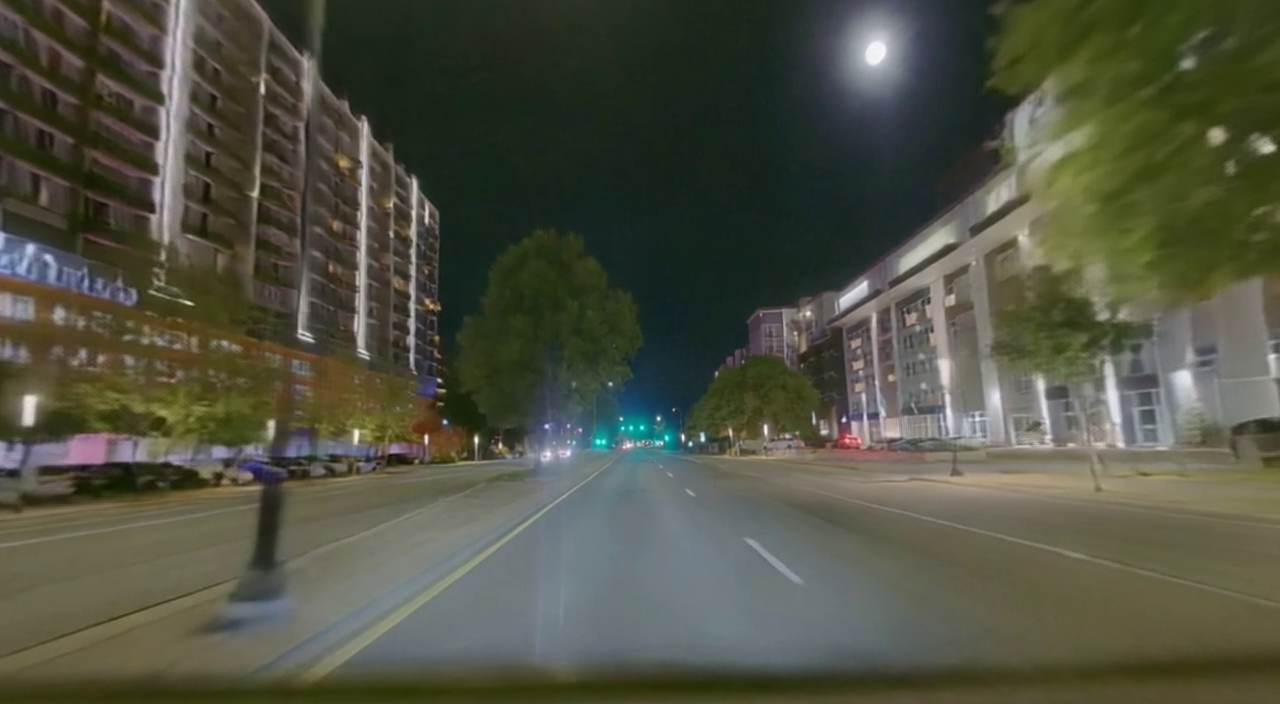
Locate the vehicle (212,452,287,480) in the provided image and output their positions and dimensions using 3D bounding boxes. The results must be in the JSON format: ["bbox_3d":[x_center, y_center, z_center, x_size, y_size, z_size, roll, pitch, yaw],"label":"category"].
[{"bbox_3d":[-25.965,7.546,42.192,1.911,1.706,4.327,-1,-8,6],"label":"vehicle"}]

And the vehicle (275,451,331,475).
[{"bbox_3d":[-25.476,8.377,47.938,1.979,1.652,4.678,0,-8,-5],"label":"vehicle"}]

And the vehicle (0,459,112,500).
[{"bbox_3d":[-26.052,5.596,27.752,3.950,1.481,1.959,1,-8,-26],"label":"vehicle"}]
